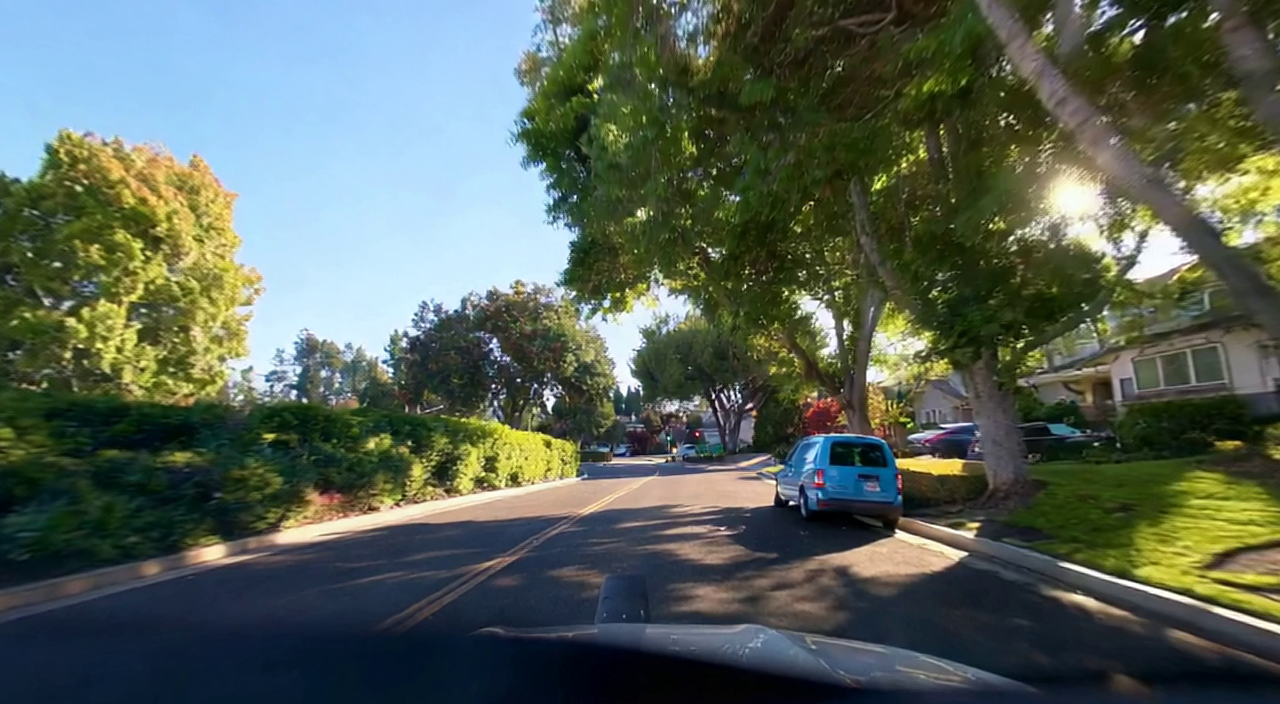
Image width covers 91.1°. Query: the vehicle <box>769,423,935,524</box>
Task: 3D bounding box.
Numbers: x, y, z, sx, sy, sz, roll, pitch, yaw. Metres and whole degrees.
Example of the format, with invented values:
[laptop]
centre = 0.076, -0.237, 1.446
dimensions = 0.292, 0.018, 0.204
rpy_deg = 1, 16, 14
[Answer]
[vehicle]
centre = 4.426, 2.621, 14.100
dimensions = 2.323, 1.849, 4.691
rpy_deg = 0, -9, 3
